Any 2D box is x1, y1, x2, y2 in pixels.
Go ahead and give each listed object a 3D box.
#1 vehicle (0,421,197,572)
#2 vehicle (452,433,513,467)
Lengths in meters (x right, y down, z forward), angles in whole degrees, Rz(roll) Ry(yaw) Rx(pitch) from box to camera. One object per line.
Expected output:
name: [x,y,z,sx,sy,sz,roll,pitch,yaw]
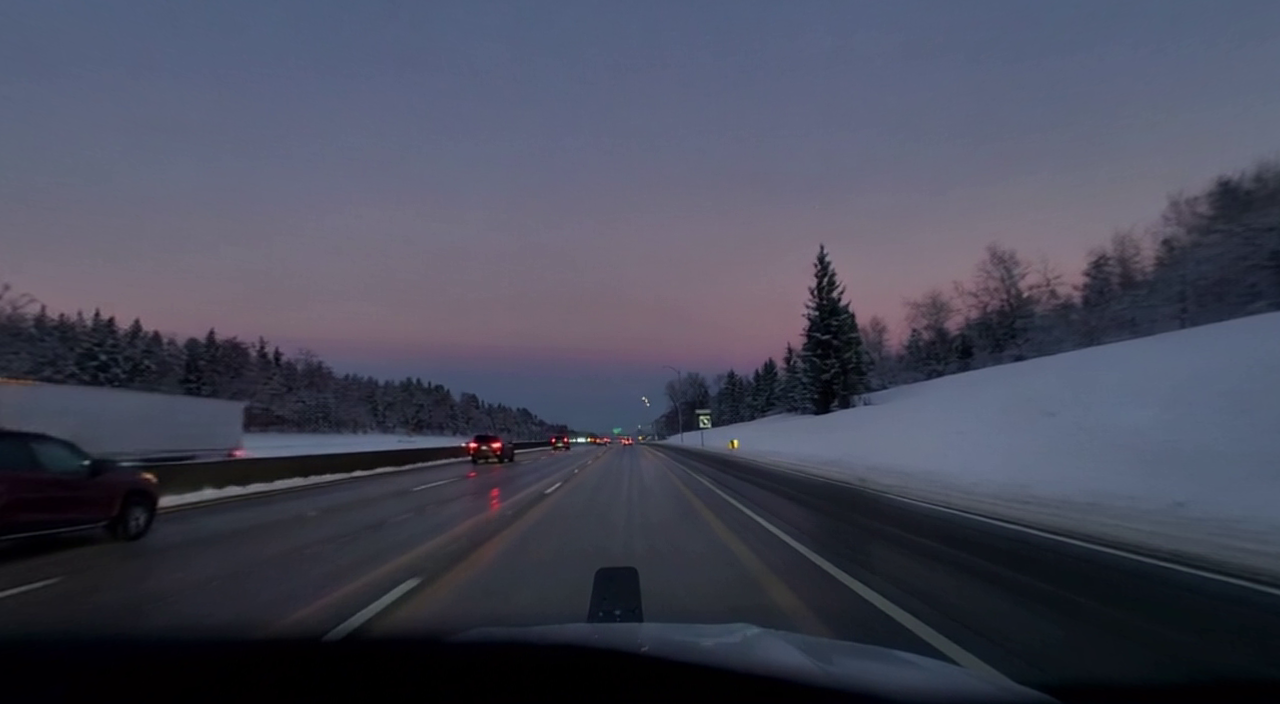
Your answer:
vehicle: [-7.484,1.522,6.783,2.003,1.523,4.741,0,-8,-1]
vehicle: [-7.652,4.783,30.951,1.972,1.532,4.222,0,-8,-1]
